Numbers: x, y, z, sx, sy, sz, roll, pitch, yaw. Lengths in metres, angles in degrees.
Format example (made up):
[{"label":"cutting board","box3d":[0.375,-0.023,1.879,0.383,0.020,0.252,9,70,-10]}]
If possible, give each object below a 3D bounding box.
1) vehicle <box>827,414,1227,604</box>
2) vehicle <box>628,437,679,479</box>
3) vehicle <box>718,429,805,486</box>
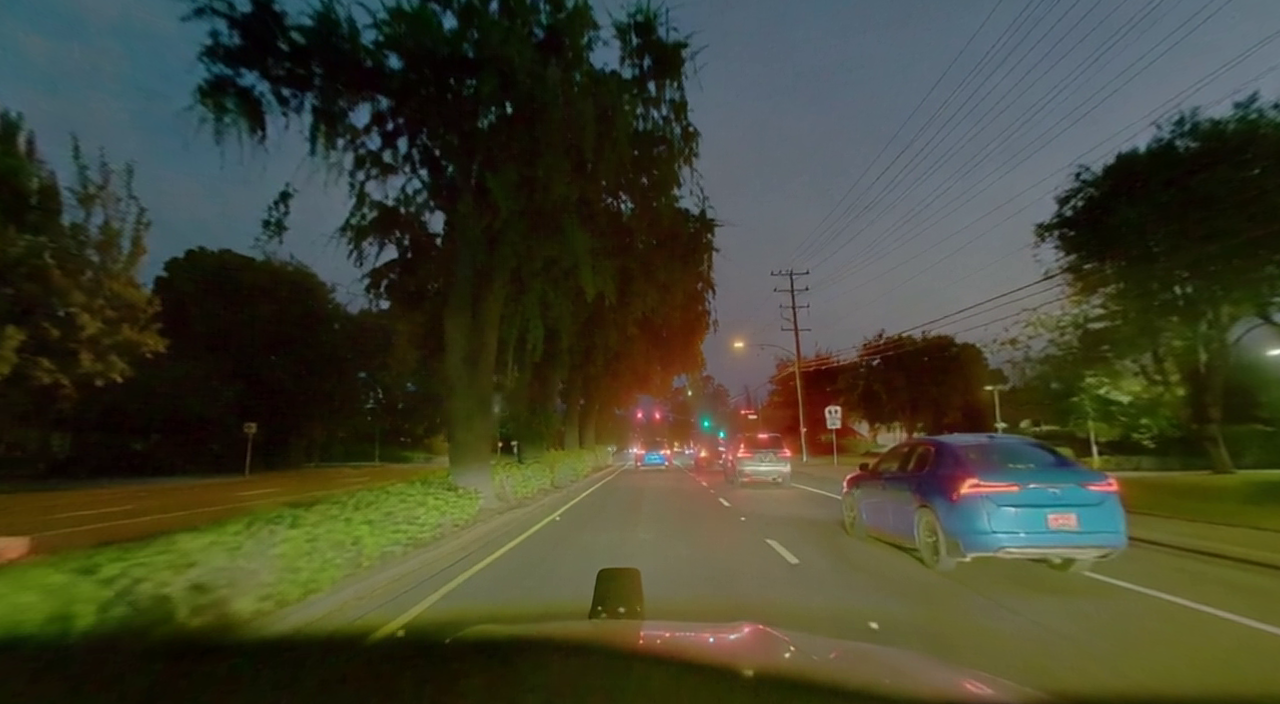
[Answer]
[{"label":"vehicle","box3d":[3.805,1.622,7.367,1.881,1.512,4.294,-1,-9,-1]},{"label":"vehicle","box3d":[0.607,4.854,28.985,2.163,1.746,4.073,-1,-9,1]},{"label":"vehicle","box3d":[4.340,3.915,23.500,2.254,1.840,4.918,-1,-9,0]}]
